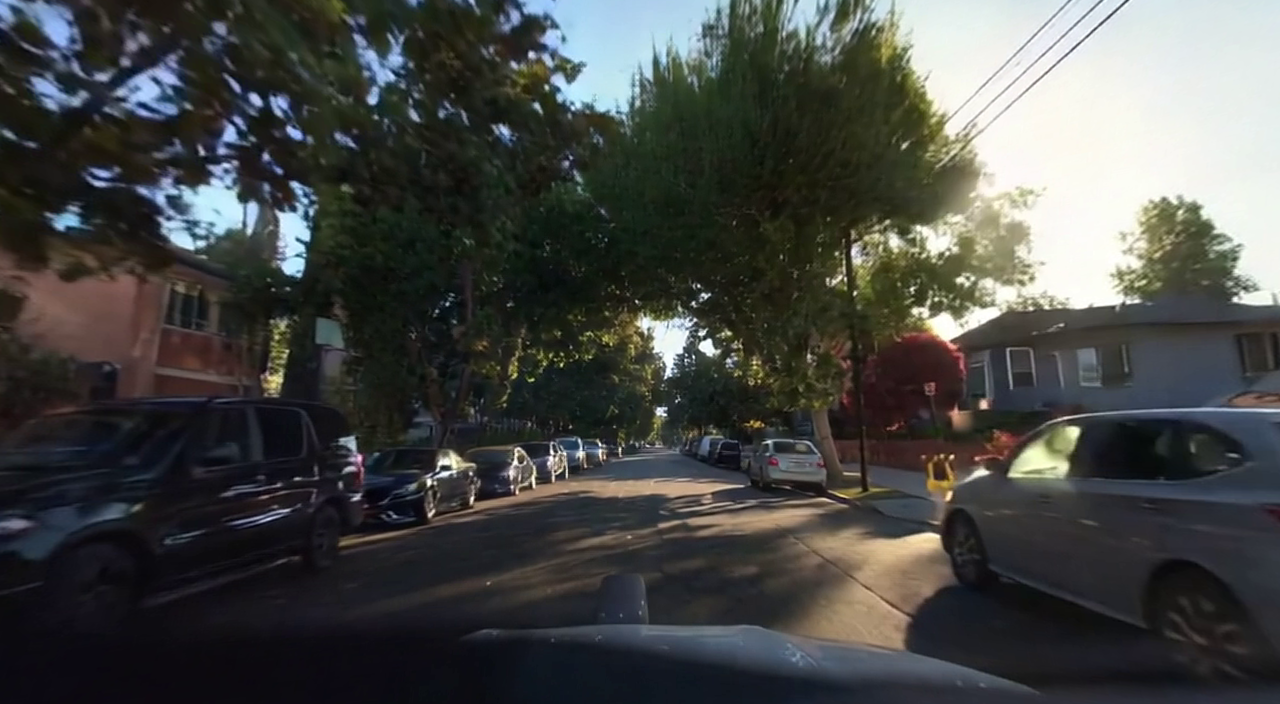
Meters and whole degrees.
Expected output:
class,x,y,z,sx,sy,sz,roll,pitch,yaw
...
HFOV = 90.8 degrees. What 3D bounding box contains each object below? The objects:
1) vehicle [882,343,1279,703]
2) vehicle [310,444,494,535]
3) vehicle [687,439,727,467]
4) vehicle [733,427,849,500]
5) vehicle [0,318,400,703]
class,x,y,z,sx,sy,sz,roll,pitch,yaw
vehicle,4.057,1.181,4.973,2.214,1.830,4.997,0,-8,-1
vehicle,-4.496,2.625,12.841,1.826,1.489,4.604,0,-8,2
vehicle,4.836,7.366,46.192,2.450,1.897,5.050,0,-8,1
vehicle,4.386,3.334,19.330,2.306,1.901,4.908,0,-8,0
vehicle,-4.598,1.274,5.948,2.461,2.145,5.415,0,-8,1
